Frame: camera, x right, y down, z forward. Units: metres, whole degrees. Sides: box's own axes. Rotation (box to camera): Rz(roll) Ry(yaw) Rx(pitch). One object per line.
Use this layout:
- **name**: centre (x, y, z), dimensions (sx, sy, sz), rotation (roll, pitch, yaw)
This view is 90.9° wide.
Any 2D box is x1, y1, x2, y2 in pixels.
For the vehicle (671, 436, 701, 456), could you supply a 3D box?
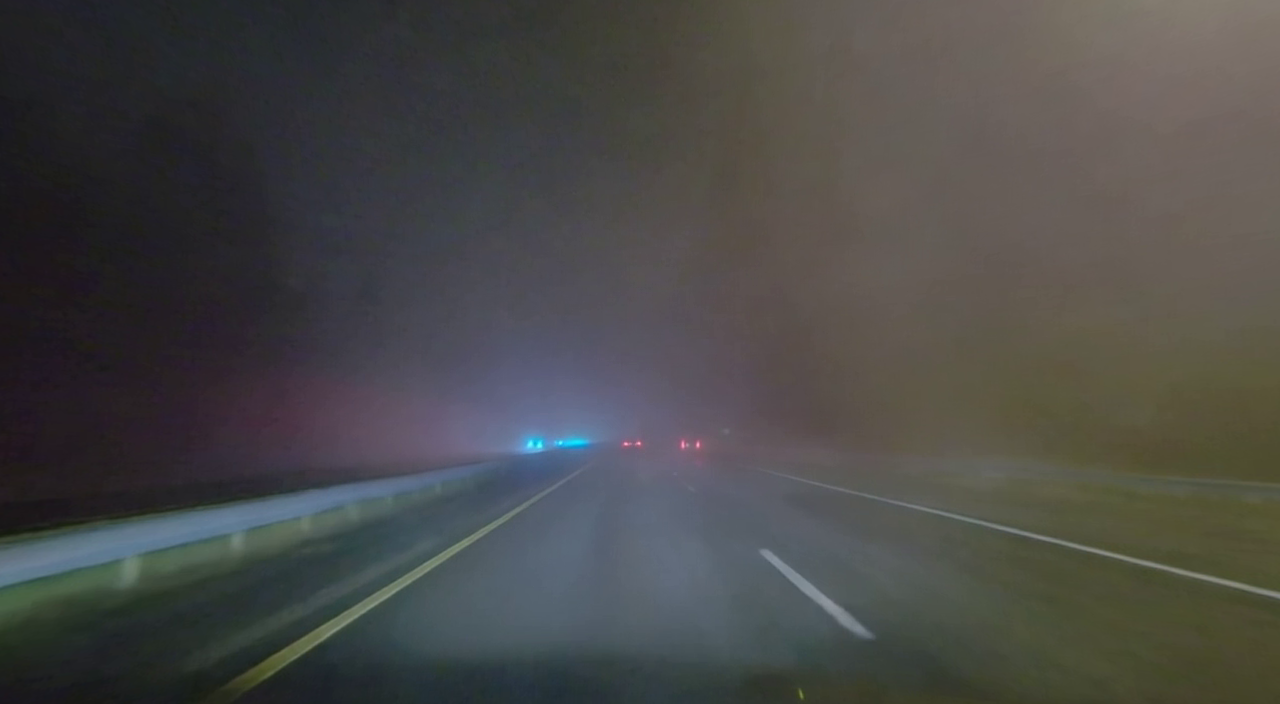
- **vehicle**: centre (3.594, 7.421, 49.878), dimensions (1.995, 1.490, 3.857), rotation (0, -8, -1)
